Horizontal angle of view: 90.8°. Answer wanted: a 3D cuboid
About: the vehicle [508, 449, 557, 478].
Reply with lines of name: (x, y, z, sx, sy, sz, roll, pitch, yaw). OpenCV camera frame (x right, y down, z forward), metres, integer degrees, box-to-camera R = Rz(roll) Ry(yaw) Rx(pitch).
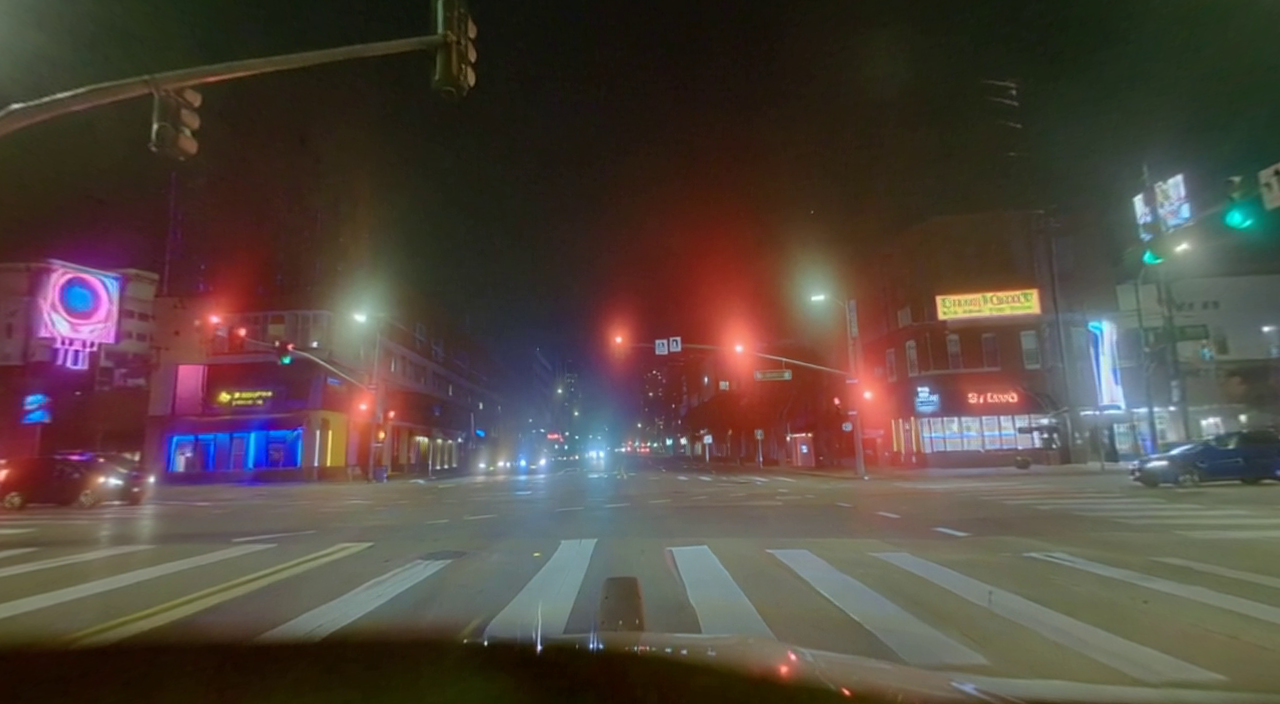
vehicle: (-6.754, 7.055, 40.180, 2.181, 1.703, 4.512, -1, -9, 2)

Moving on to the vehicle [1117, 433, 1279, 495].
vehicle: (15.434, 2.843, 16.197, 4.651, 1.463, 1.880, -2, -9, 8)

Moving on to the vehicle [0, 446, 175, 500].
vehicle: (-21.137, 4.589, 24.214, 5.161, 1.910, 2.275, -2, -9, 11)

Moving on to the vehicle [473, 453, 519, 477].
vehicle: (-9.820, 7.734, 43.431, 2.106, 1.505, 4.228, 0, -9, 0)
